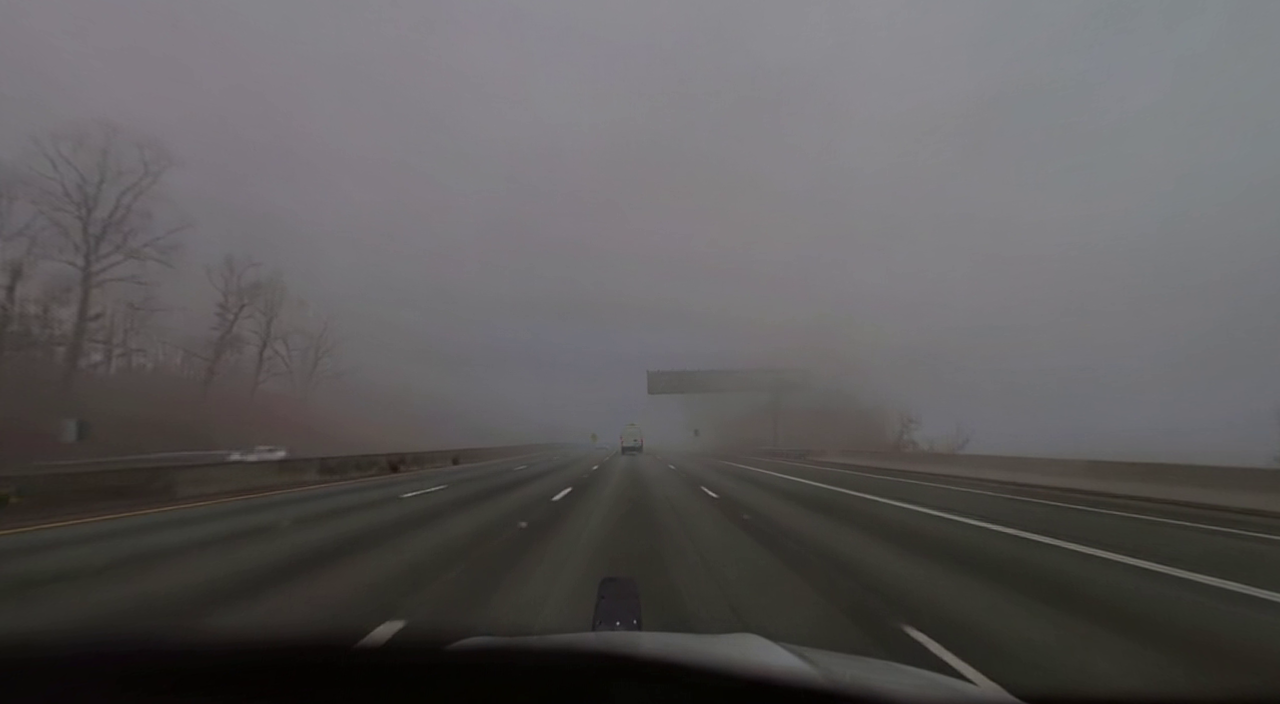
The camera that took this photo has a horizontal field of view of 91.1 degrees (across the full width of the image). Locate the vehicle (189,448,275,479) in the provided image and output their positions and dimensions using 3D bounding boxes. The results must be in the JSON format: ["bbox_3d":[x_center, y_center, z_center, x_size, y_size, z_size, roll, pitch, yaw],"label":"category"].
[{"bbox_3d":[-22.922,6.245,35.578,1.980,1.546,4.367,0,-8,-1],"label":"vehicle"}]
